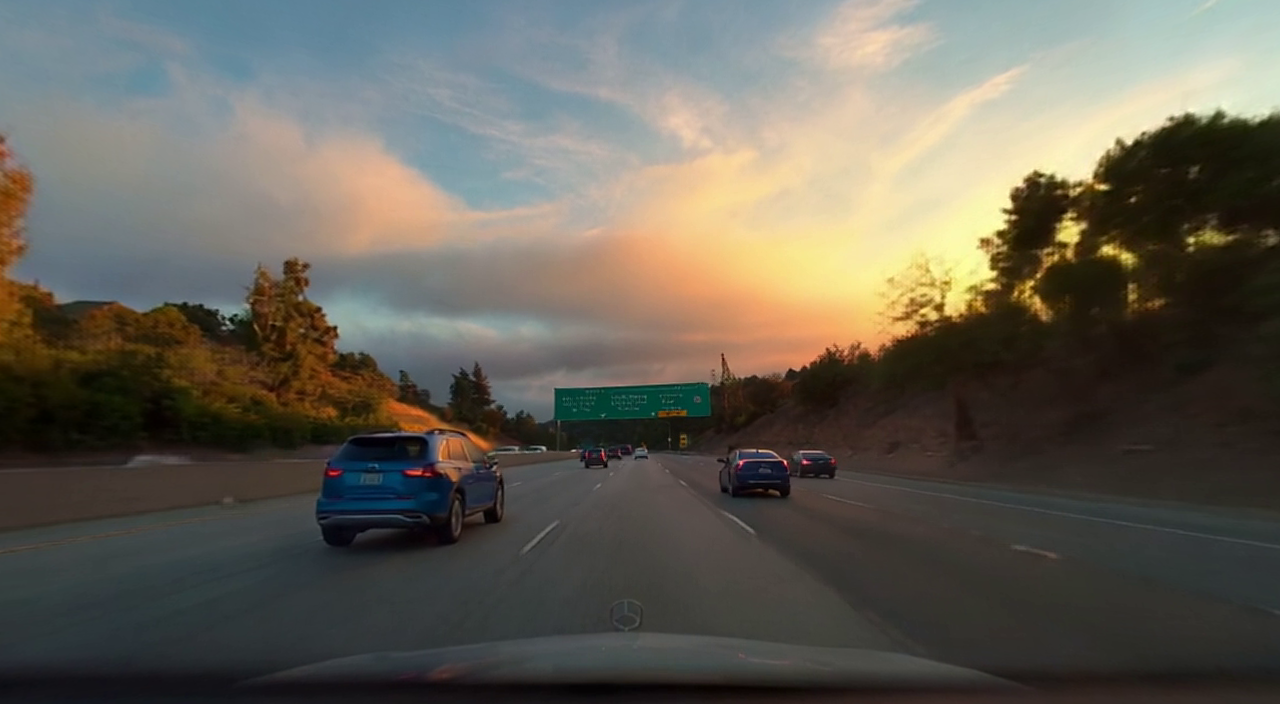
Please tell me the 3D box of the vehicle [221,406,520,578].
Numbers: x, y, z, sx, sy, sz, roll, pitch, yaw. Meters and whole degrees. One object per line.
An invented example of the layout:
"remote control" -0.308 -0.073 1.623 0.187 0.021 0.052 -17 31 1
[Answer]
"vehicle" -3.204 1.779 8.784 2.137 1.756 4.453 0 -9 1

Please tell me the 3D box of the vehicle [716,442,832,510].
"vehicle" 3.228 3.071 16.071 1.979 1.486 4.125 0 -9 -1

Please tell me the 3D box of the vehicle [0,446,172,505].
"vehicle" -18.134 3.951 20.650 2.015 1.696 4.544 0 -9 0
